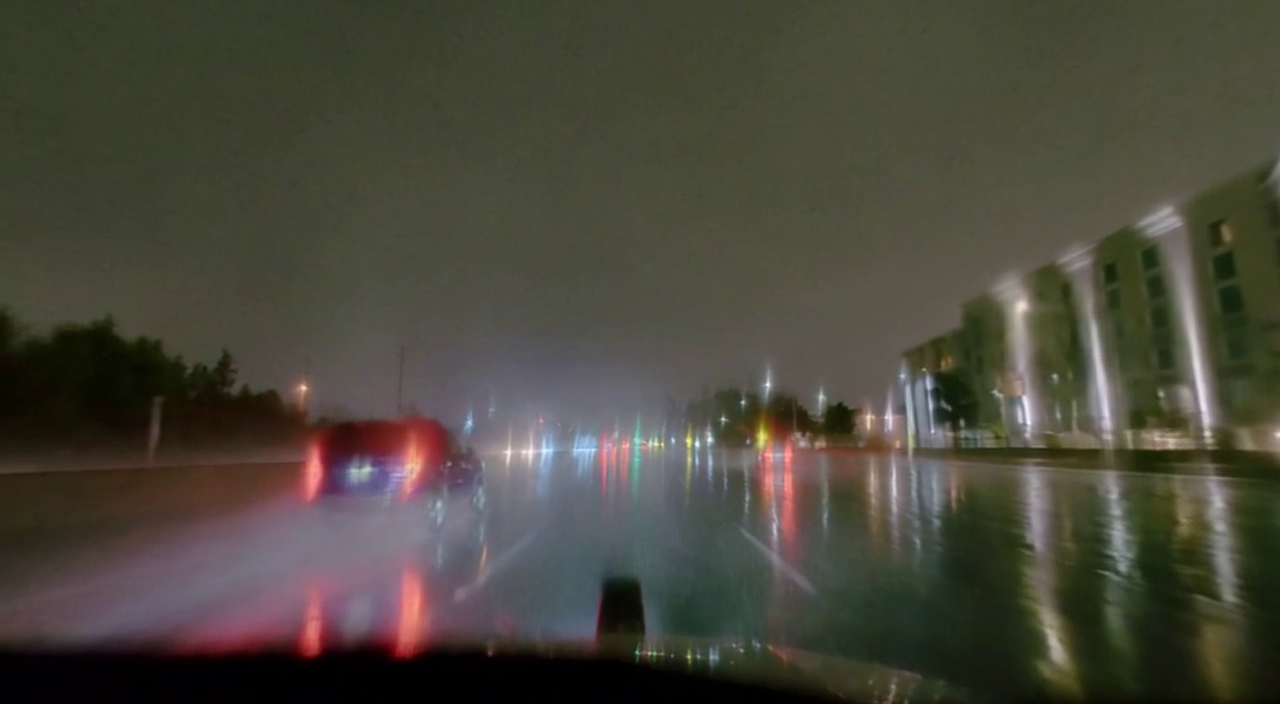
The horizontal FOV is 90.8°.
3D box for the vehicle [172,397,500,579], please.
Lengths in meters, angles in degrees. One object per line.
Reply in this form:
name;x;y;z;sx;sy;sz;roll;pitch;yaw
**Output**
vehicle;-3.638;1.745;8.918;2.145;1.828;4.867;0;-8;1
